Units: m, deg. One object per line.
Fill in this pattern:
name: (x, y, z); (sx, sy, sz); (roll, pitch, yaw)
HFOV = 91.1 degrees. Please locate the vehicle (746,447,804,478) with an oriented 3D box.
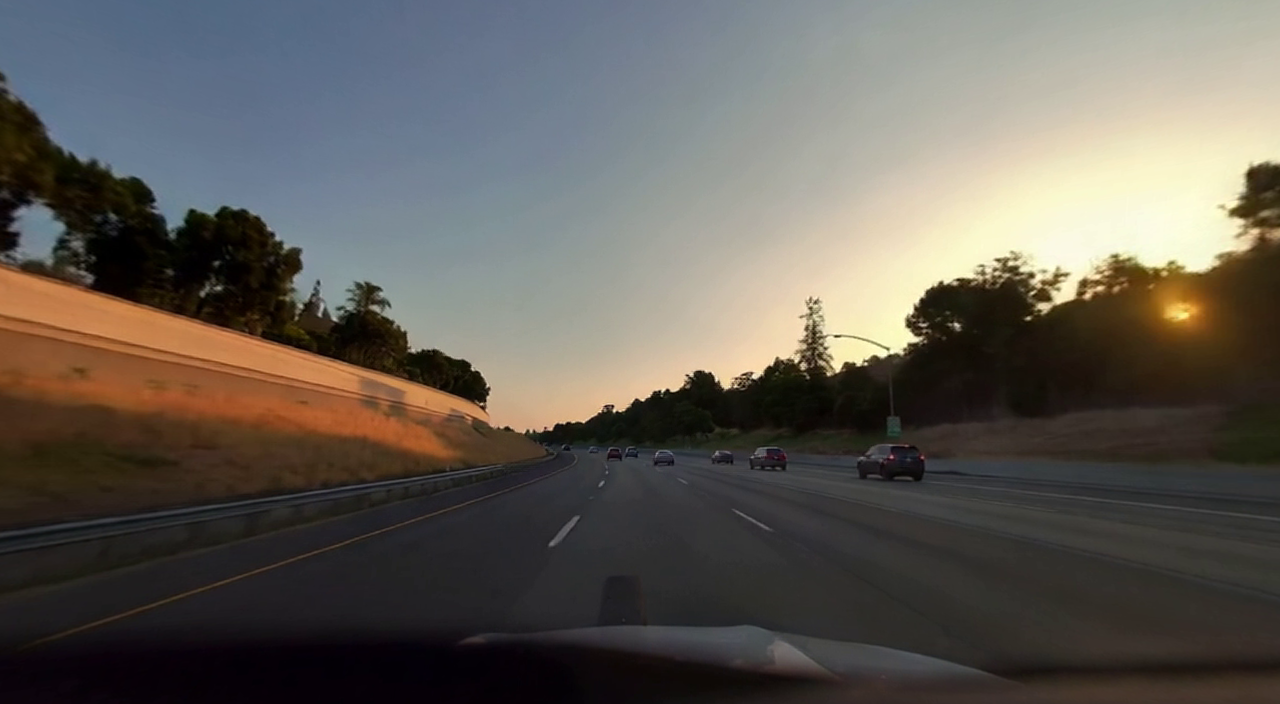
vehicle: (6.729, 5.521, 31.634); (1.940, 1.482, 3.644); (0, -9, -3)

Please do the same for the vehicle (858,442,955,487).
vehicle: (10.621, 4.490, 25.402); (1.986, 1.644, 4.126); (0, -9, -2)
